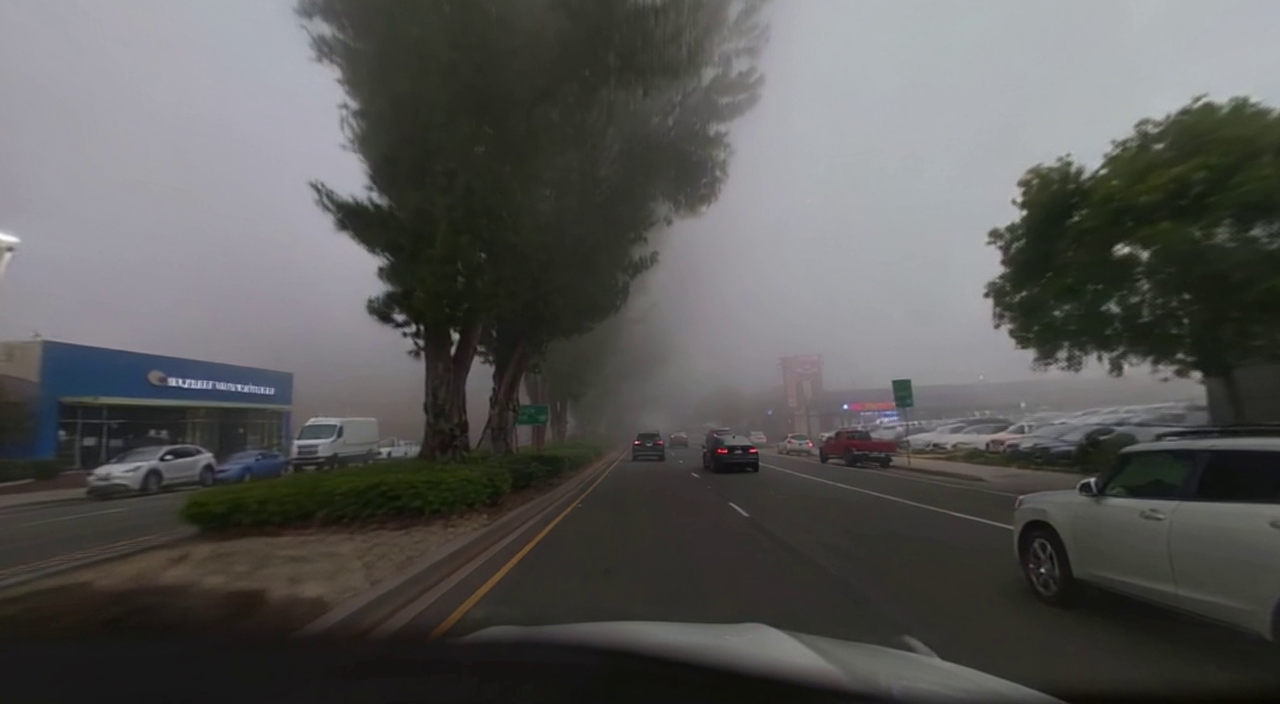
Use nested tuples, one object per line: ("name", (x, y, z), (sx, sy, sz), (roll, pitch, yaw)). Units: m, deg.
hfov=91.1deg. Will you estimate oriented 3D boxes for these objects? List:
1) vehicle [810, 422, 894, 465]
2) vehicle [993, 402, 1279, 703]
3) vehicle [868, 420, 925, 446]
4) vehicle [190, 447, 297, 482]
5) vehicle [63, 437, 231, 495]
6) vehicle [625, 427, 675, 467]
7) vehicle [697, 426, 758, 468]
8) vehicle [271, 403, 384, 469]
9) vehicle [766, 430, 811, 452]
("vehicle", (10.507, 4.622, 31.651), (2.318, 1.974, 5.282), (0, -8, 0))
("vehicle", (3.756, 0.945, 2.652), (1.908, 1.463, 4.506), (0, -8, 0))
("vehicle", (18.699, 5.973, 46.009), (1.981, 1.815, 4.953), (0, -8, -2))
("vehicle", (-18.832, 5.325, 30.156), (1.883, 1.488, 5.224), (0, -8, -2))
("vehicle", (-18.821, 4.342, 24.431), (2.286, 1.968, 5.350), (0, -8, -2))
("vehicle", (0.444, 4.245, 28.121), (2.098, 1.682, 3.778), (0, -8, 1))
("vehicle", (3.782, 4.205, 27.907), (2.115, 1.692, 4.189), (0, -8, 0))
("vehicle", (-18.599, 5.120, 38.025), (2.811, 3.604, 7.566), (0, -8, 1))
("vehicle", (10.882, 6.589, 46.391), (2.110, 1.535, 4.506), (0, -8, -2))
